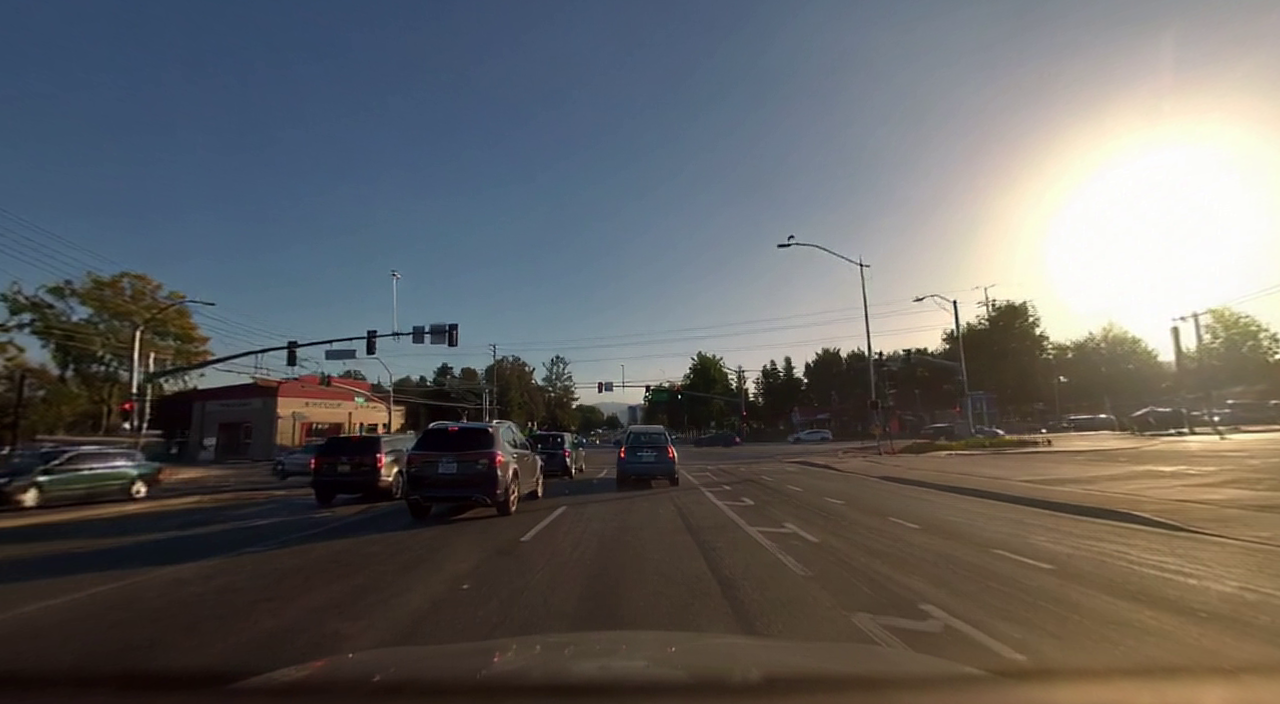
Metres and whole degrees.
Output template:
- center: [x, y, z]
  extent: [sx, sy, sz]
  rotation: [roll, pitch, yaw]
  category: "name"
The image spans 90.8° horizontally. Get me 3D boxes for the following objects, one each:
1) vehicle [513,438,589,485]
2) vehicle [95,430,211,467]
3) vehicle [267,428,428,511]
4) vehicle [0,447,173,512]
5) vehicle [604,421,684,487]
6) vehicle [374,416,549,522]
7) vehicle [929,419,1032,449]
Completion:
- center: [-2.881, 3.659, 21.414]
  extent: [1.881, 1.424, 4.098]
  rotation: [0, -9, 1]
  category: "vehicle"
- center: [-37.578, 7.462, 48.888]
  extent: [6.971, 2.685, 2.340]
  rotation: [0, -9, 1]
  category: "vehicle"
- center: [-6.361, 2.578, 14.259]
  extent: [1.790, 1.605, 3.696]
  rotation: [0, -9, 1]
  category: "vehicle"
- center: [-17.424, 3.686, 19.017]
  extent: [2.299, 1.616, 5.765]
  rotation: [0, -9, 0]
  category: "vehicle"
- center: [0.126, 3.221, 20.154]
  extent: [2.224, 1.819, 5.005]
  rotation: [0, -8, 1]
  category: "vehicle"
- center: [-3.245, 2.243, 12.555]
  extent: [2.096, 1.718, 4.266]
  rotation: [0, -9, 2]
  category: "vehicle"
- center: [23.718, 5.775, 44.221]
  extent: [5.782, 1.950, 2.225]
  rotation: [-1, -9, 8]
  category: "vehicle"
